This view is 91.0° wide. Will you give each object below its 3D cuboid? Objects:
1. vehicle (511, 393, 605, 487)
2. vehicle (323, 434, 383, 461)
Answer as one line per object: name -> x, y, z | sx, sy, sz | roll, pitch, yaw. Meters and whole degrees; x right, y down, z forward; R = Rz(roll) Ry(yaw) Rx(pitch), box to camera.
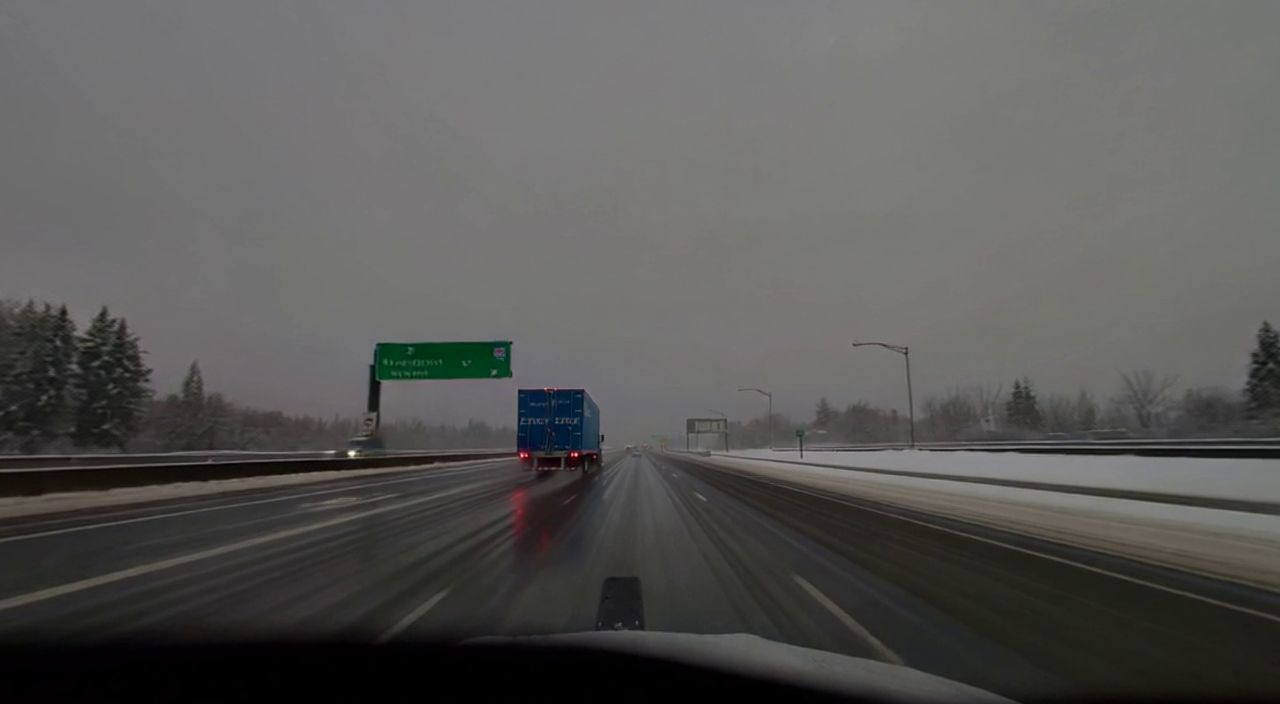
vehicle -> -3.290, 3.915, 27.704 | 2.922, 3.458, 8.360 | 0, -9, 1
vehicle -> -18.057, 6.067, 39.829 | 1.789, 1.594, 4.013 | 0, -9, 2
